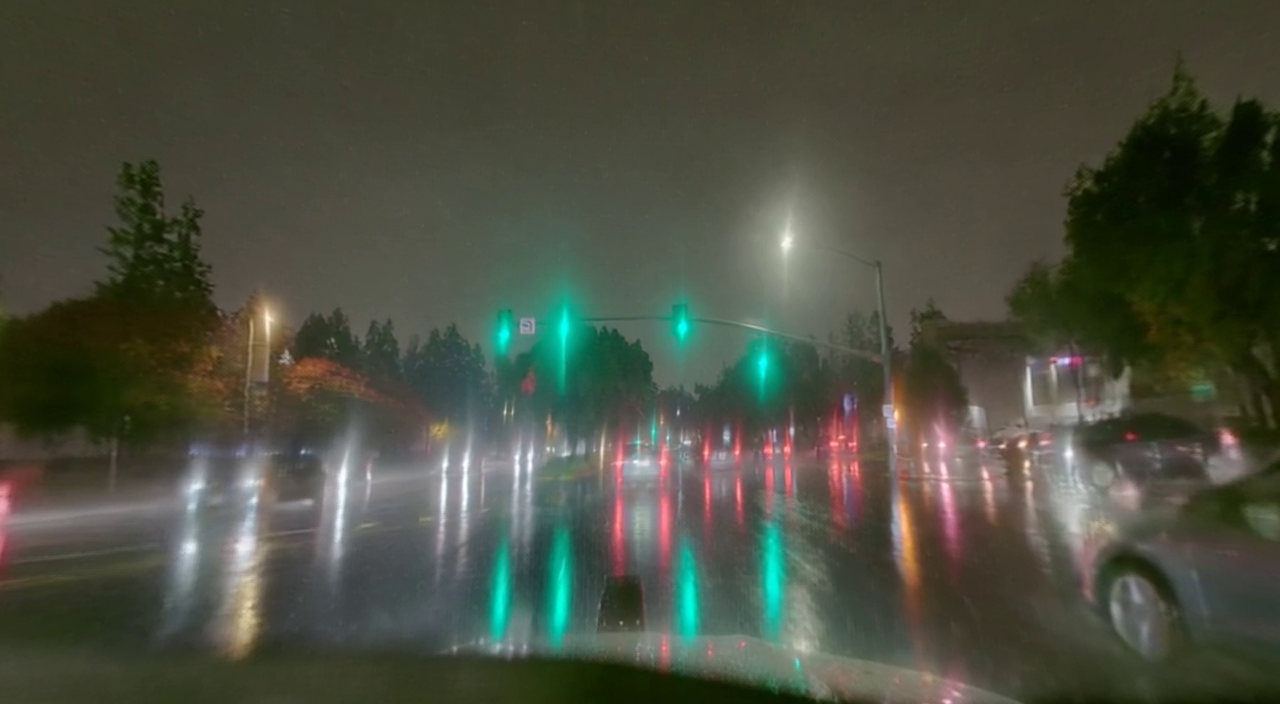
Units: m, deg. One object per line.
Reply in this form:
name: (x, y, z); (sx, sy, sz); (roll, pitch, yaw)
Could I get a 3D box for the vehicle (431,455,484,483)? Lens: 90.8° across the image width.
vehicle: (-10.749, 6.905, 37.550); (1.808, 1.512, 4.447); (0, -8, 1)

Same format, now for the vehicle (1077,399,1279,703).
vehicle: (3.797, 0.793, 1.702); (2.049, 1.473, 4.425); (0, -8, 0)

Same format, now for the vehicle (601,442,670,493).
vehicle: (-0.138, 3.710, 20.685); (2.034, 1.500, 3.966); (0, -8, 0)

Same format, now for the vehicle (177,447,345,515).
vehicle: (-11.108, 3.768, 19.022); (2.102, 1.758, 4.532); (0, -8, 2)

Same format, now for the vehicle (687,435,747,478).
vehicle: (3.424, 4.746, 28.945); (2.107, 1.773, 4.557); (0, -8, -1)

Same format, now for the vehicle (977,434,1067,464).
vehicle: (21.278, 5.465, 35.456); (1.865, 1.452, 4.585); (-3, -9, -4)
